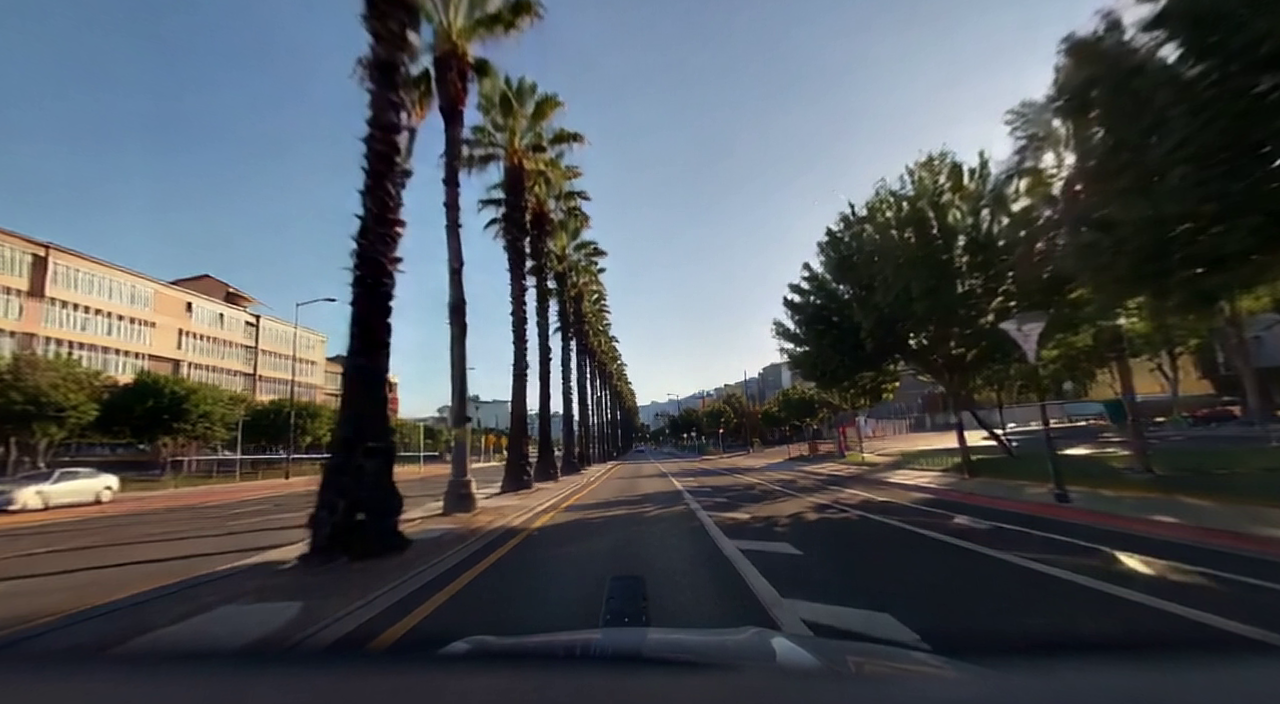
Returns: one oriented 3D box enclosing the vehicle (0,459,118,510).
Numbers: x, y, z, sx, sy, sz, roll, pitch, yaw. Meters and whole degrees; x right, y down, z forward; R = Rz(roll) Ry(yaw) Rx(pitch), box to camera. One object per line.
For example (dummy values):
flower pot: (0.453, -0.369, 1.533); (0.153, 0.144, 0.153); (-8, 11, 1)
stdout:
vehicle: (-22.373, 4.897, 23.682); (1.809, 1.591, 4.245); (0, -8, 0)
